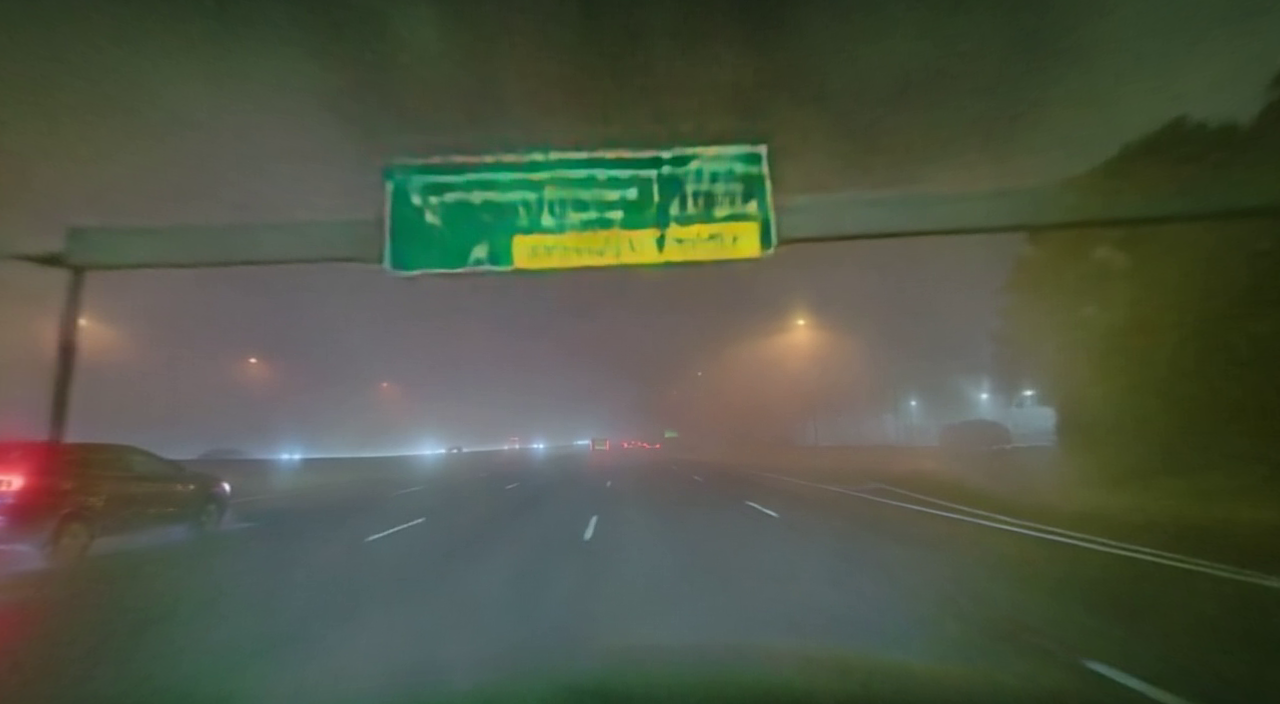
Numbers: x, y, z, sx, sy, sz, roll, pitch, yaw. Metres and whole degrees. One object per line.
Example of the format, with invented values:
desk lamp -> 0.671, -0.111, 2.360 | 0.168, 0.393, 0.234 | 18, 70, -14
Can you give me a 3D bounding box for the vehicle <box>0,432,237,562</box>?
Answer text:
vehicle -> -8.580, 2.025, 9.553 | 2.060, 1.507, 4.494 | 0, -9, -1
